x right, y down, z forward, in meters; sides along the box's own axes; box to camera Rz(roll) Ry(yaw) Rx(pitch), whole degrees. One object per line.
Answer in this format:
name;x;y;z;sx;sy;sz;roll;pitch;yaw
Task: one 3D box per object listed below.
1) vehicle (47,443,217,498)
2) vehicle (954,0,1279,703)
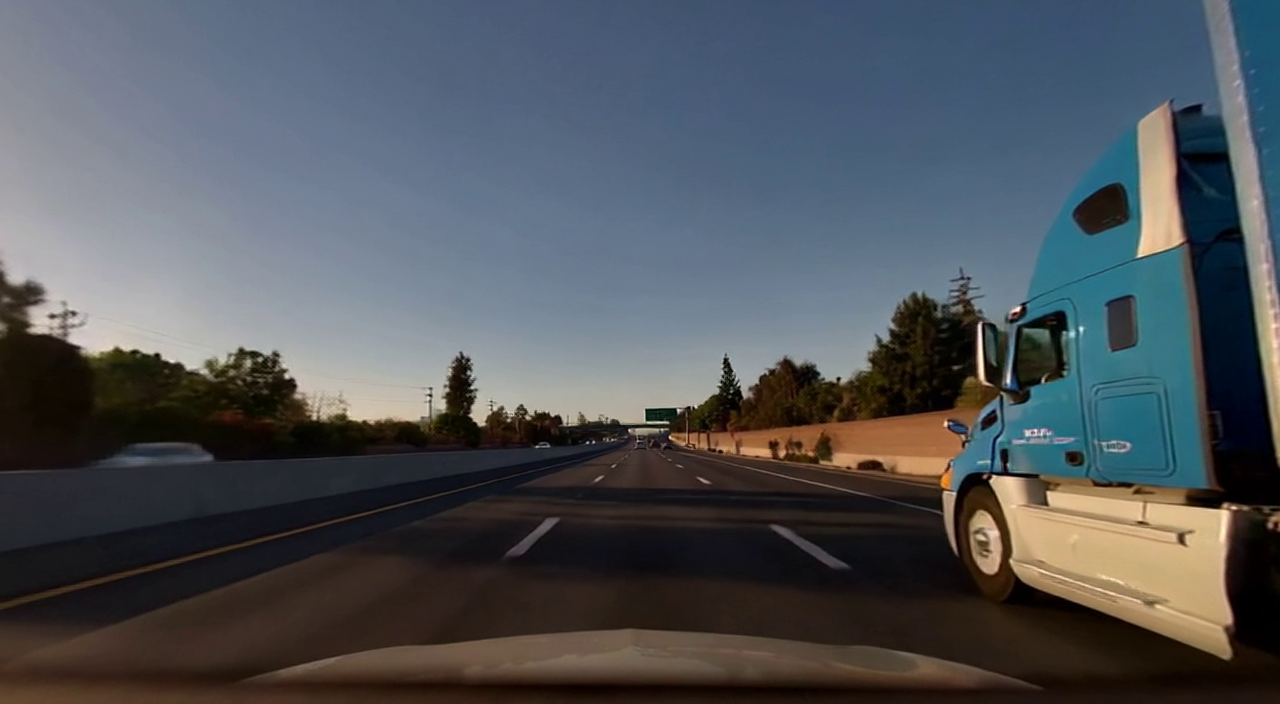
vehicle;-17.083;3.967;21.581;2.023;1.681;4.449;0;-8;1
vehicle;4.095;-0.553;0.477;3.012;3.768;8.945;0;-8;0
